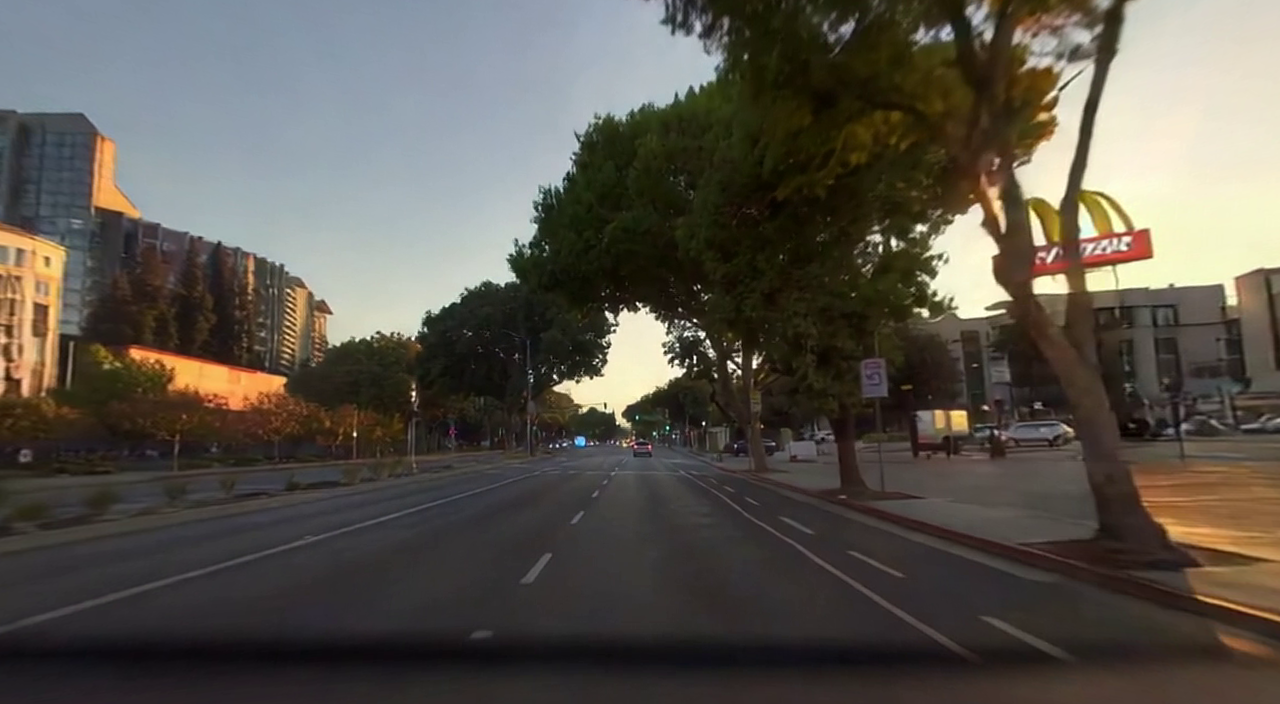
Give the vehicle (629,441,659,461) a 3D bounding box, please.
[{"bbox_3d":[0.246,7.414,47.443,2.115,1.461,3.976,0,-8,-1],"label":"vehicle"}]
